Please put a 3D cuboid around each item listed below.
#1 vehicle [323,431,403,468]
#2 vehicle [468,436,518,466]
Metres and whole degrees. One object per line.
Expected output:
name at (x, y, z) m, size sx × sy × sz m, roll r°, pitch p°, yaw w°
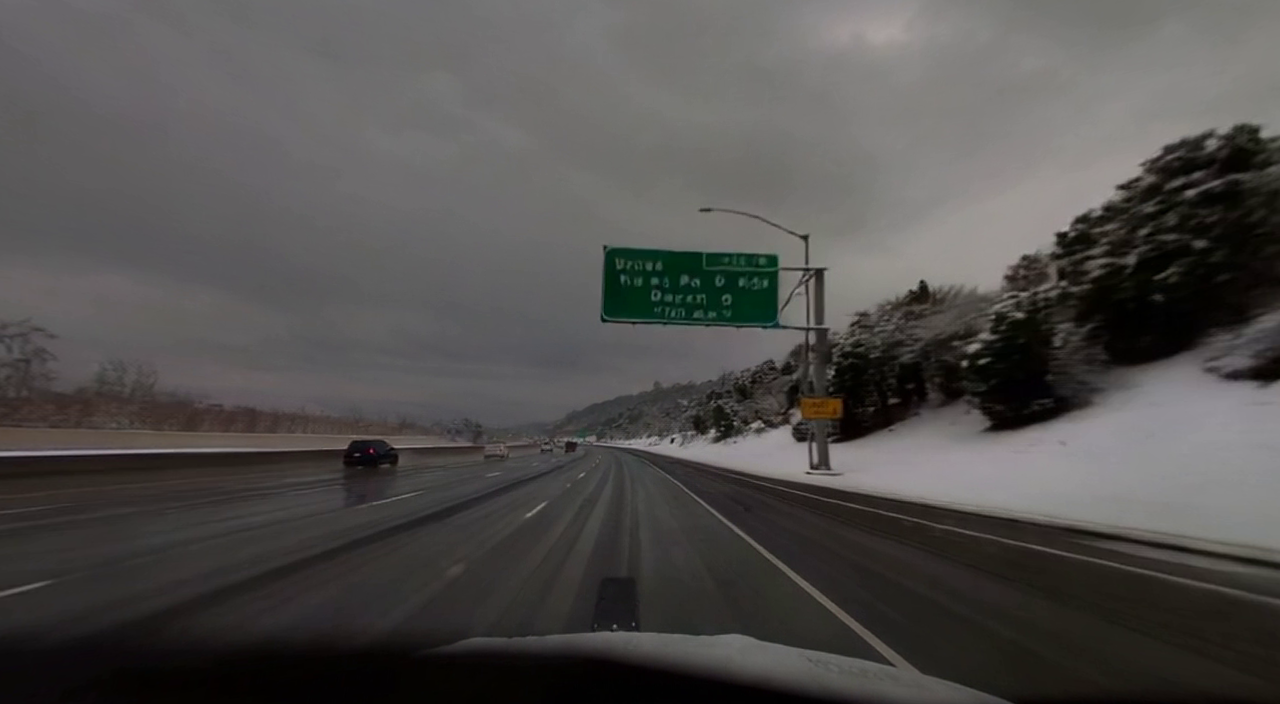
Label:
vehicle at (-15.837, 5.622, 36.532) m, size 2.240 × 1.953 × 5.452 m, roll 0°, pitch -9°, yaw -2°
vehicle at (-8.884, 6.046, 38.558) m, size 2.104 × 1.715 × 4.319 m, roll 0°, pitch -9°, yaw -1°
